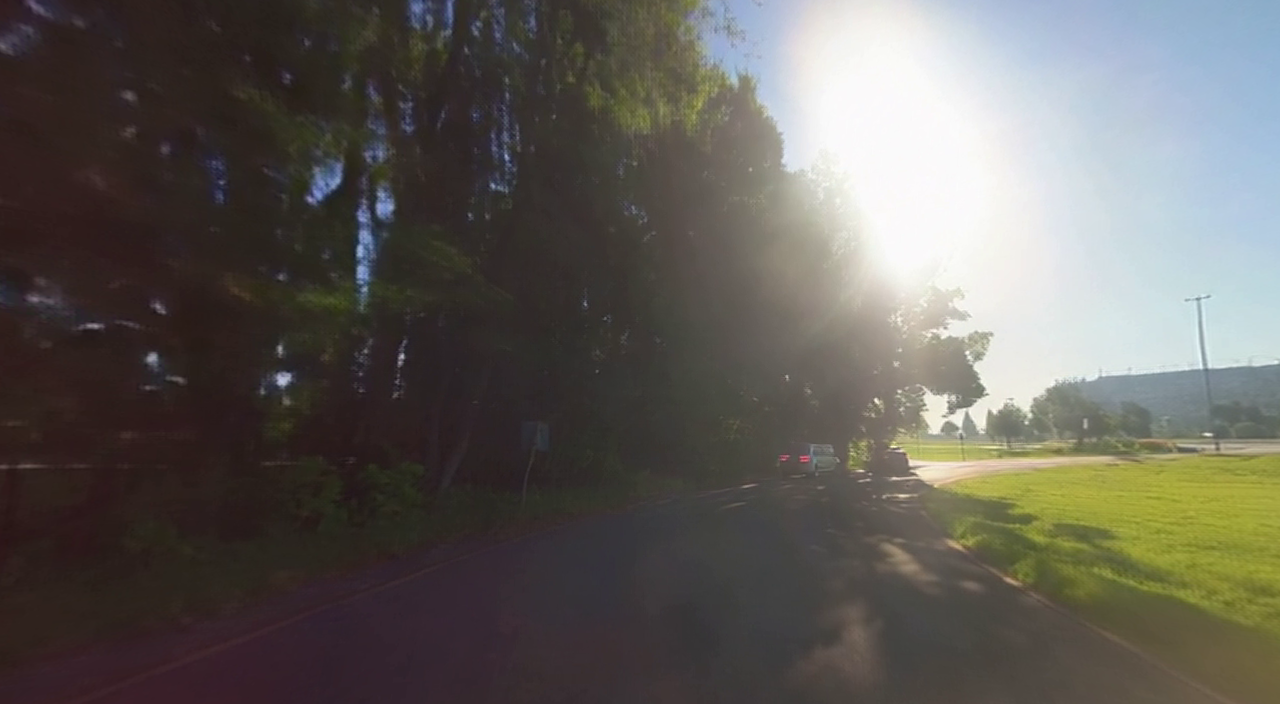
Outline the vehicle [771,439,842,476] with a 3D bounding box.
[{"bbox_3d":[8.998,5.624,33.698,1.988,1.789,4.257,-6,-11,40],"label":"vehicle"}]
